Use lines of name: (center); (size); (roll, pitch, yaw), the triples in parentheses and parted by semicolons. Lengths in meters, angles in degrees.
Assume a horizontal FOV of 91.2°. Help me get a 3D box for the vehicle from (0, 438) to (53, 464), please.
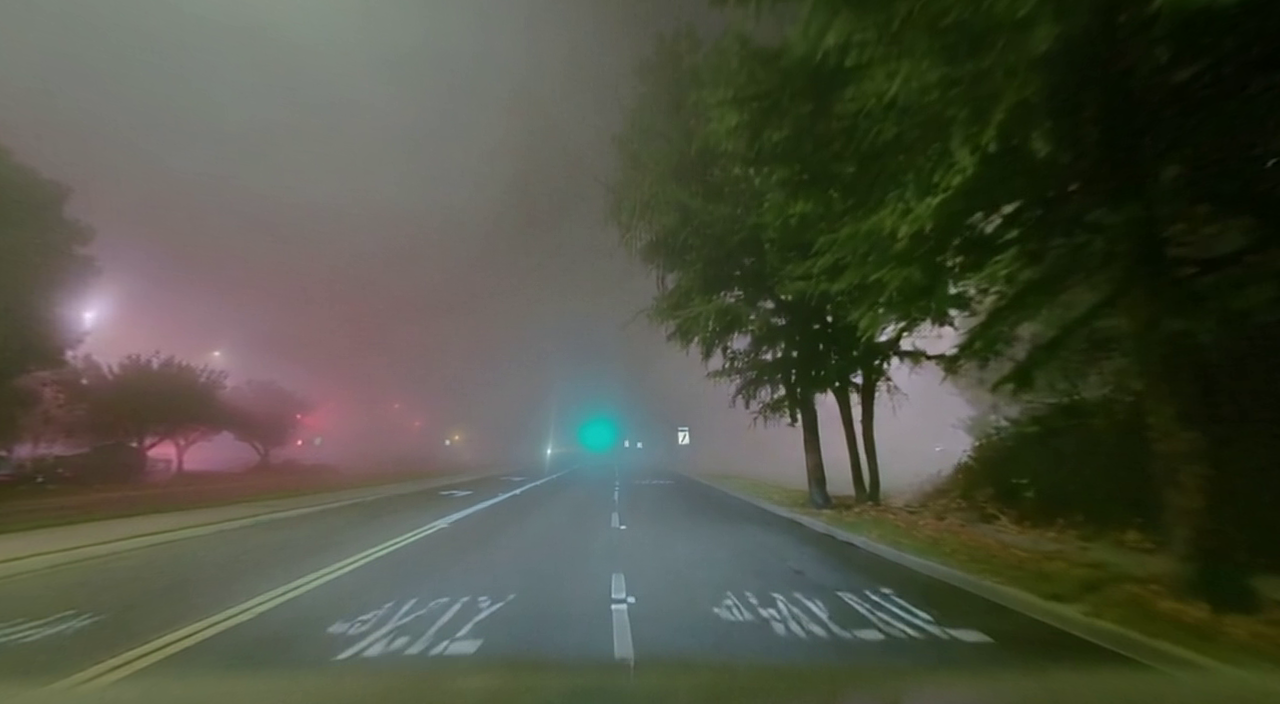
vehicle: (-39.547, 6.352, 40.361); (3.659, 1.512, 1.701); (-4, -9, 36)

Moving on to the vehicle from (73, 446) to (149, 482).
vehicle: (-24.023, 5.052, 28.409); (3.857, 1.479, 1.711); (-7, -11, 37)
